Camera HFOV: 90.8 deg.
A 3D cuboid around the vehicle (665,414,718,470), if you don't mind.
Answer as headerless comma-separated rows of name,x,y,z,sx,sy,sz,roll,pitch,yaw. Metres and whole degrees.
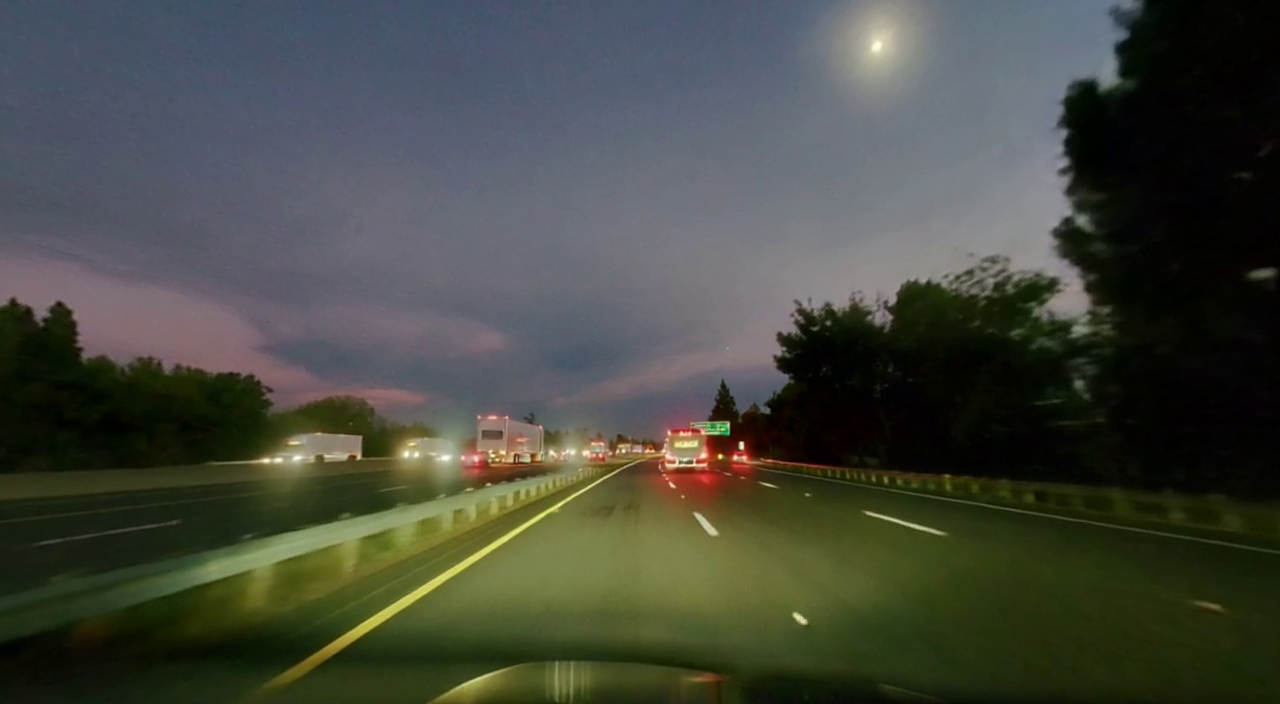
vehicle,3.653,6.950,48.015,2.928,3.595,13.975,0,-9,0
